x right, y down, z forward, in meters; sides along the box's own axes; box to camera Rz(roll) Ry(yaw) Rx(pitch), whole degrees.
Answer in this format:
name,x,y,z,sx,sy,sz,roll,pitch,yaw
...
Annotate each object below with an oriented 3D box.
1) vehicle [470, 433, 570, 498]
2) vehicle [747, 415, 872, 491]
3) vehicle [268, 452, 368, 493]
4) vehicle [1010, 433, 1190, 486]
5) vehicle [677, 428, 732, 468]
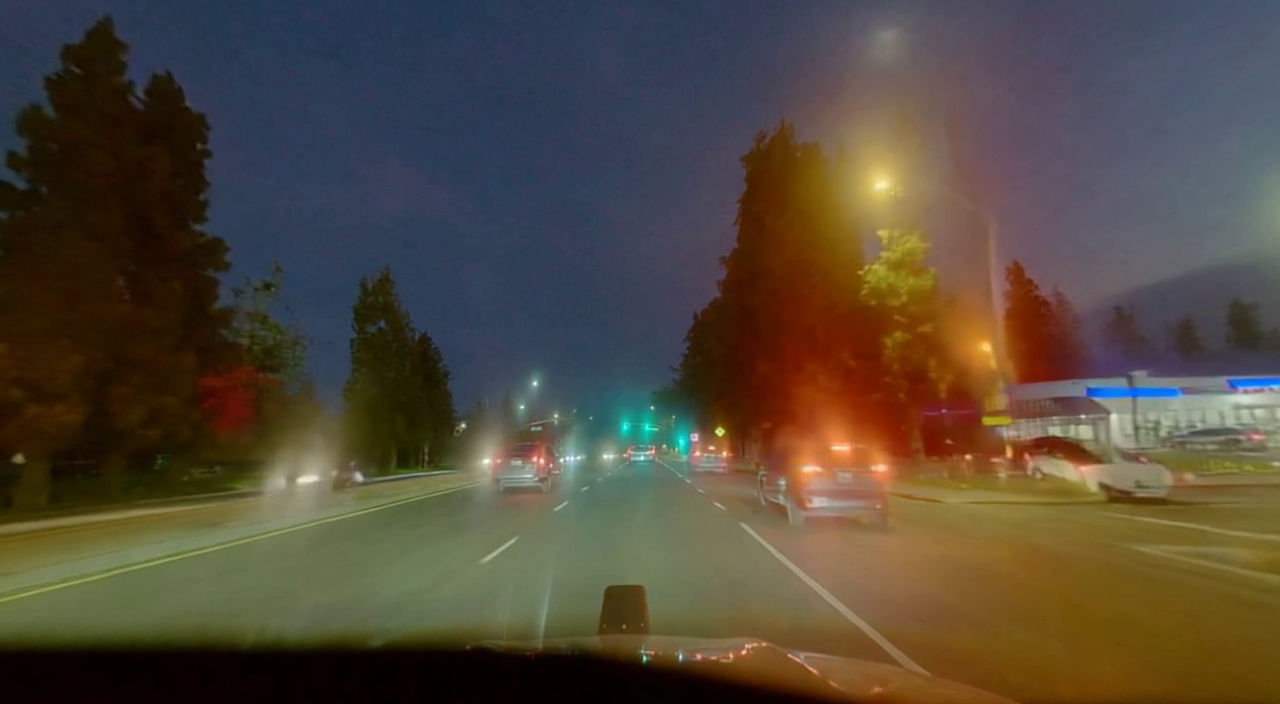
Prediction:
name,x,y,z,sx,sy,sz,roll,pitch,yaw
vehicle,-3.398,3.309,18.783,2.038,1.682,4.399,0,-8,1
vehicle,5.592,3.497,22.091,2.653,2.231,6.793,0,-8,1
vehicle,-13.830,5.175,27.376,1.826,1.553,4.293,-1,-8,4
vehicle,14.117,3.315,19.800,1.969,1.457,4.719,0,-8,-2
vehicle,4.316,6.633,43.659,2.760,2.465,7.936,0,-8,-1
